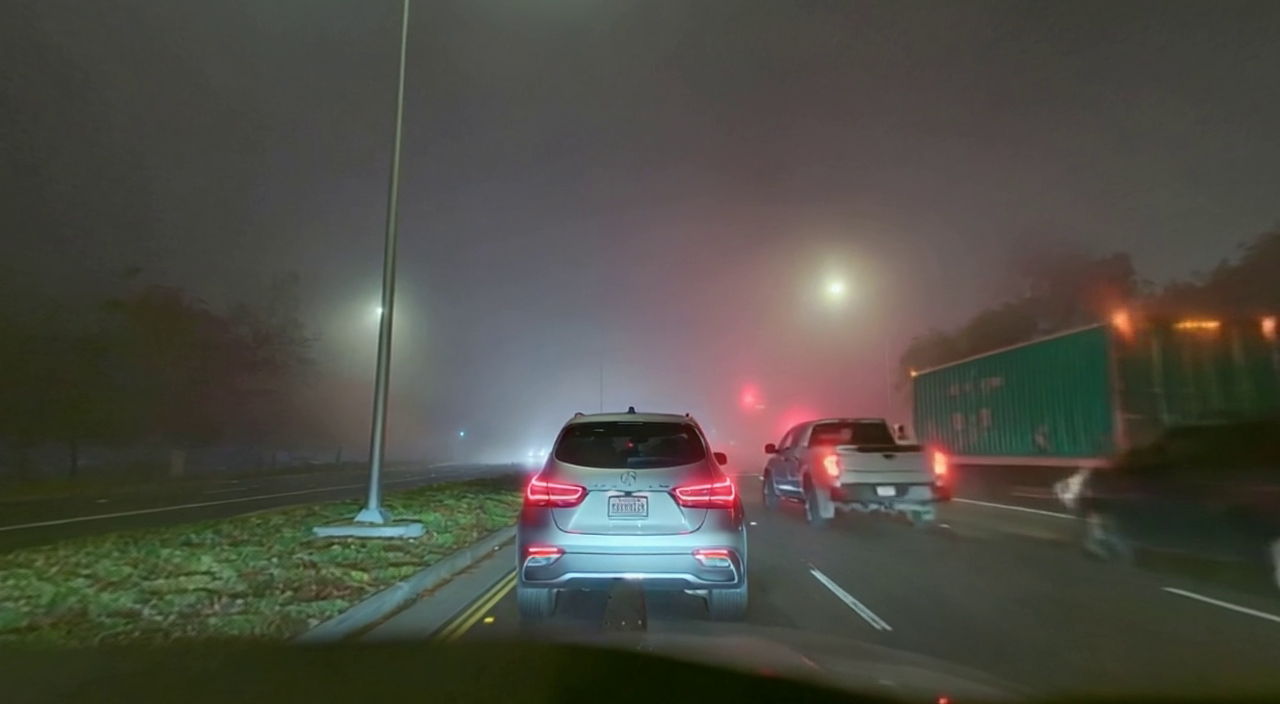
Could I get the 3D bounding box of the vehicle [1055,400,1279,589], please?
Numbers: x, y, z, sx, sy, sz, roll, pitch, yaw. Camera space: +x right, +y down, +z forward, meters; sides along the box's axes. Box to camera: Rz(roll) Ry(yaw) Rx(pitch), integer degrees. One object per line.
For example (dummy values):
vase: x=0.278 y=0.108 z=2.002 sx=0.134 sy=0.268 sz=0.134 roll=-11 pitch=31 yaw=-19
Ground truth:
vehicle: x=7.200 y=1.492 z=6.827 sx=2.024 sy=1.810 sz=4.807 roll=0 pitch=-9 yaw=0

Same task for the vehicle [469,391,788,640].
vehicle: x=-0.093 y=1.422 z=6.404 sx=2.172 sy=1.694 sz=4.055 roll=0 pitch=-8 yaw=-1

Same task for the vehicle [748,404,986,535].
vehicle: x=3.983 y=2.246 z=12.735 sx=2.440 sy=1.962 sz=6.363 roll=0 pitch=-8 yaw=0

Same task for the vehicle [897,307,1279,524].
vehicle: x=11.032 y=1.961 z=17.177 sx=3.025 sy=3.993 sz=11.243 roll=0 pitch=-9 yaw=-1
